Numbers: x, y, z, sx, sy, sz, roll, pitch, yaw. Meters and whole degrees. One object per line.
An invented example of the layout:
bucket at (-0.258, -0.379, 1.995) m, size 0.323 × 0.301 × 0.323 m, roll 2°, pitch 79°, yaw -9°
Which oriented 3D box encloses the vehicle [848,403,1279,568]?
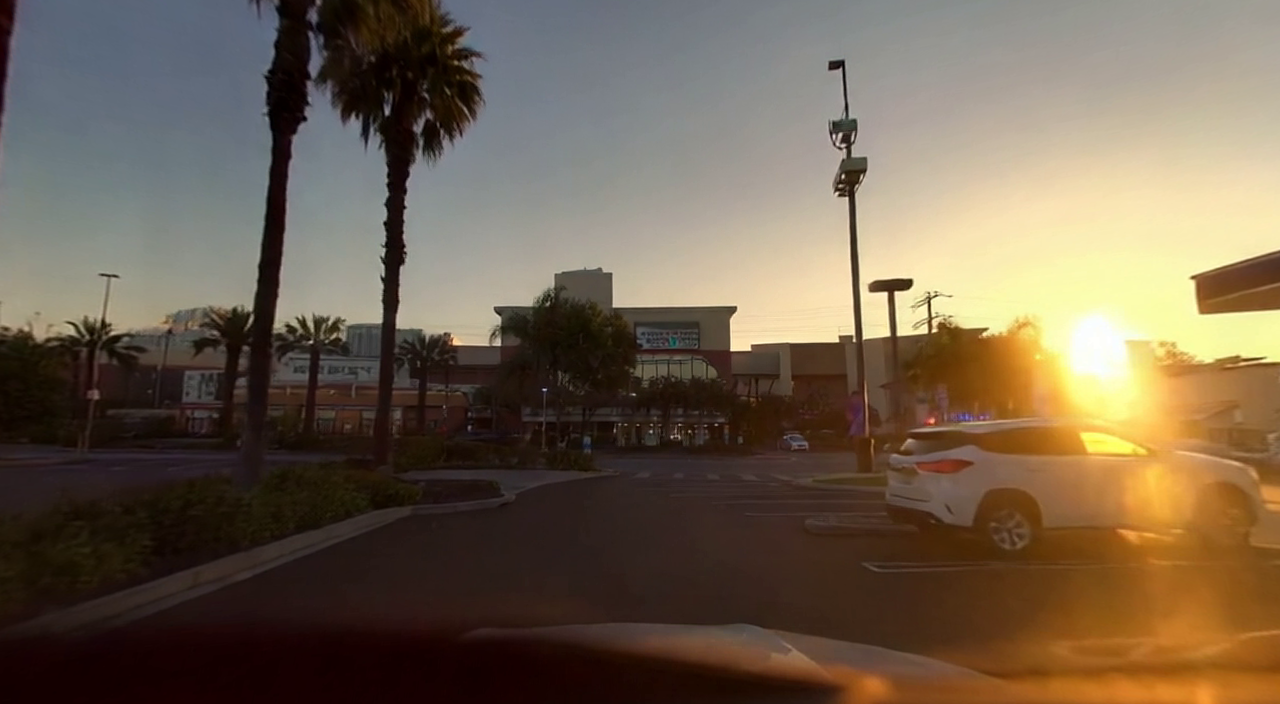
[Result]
vehicle at (5.434, 1.654, 8.325) m, size 4.560 × 1.818 × 2.148 m, roll 0°, pitch -8°, yaw -4°
